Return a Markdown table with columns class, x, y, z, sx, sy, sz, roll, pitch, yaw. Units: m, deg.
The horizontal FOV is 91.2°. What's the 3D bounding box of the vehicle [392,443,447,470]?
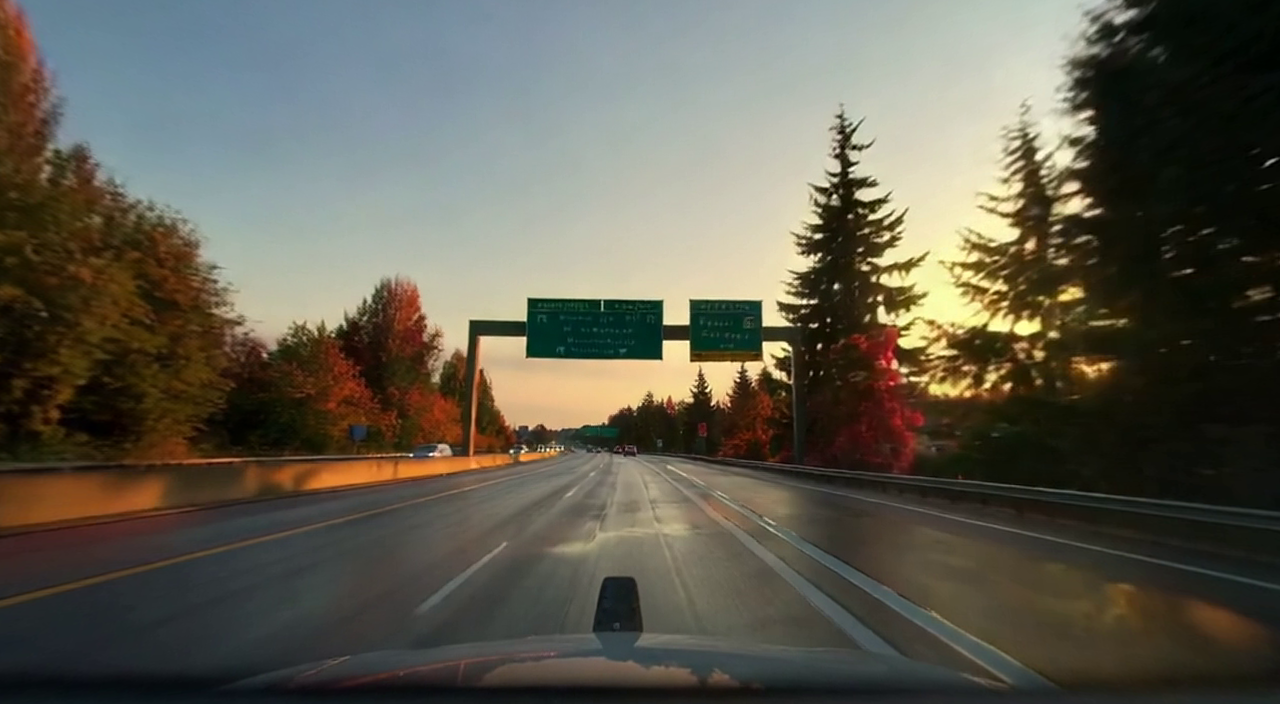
| class | x | y | z | sx | sy | sz | roll | pitch | yaw |
| --- | --- | --- | --- | --- | --- | --- | --- | --- | --- |
| vehicle | -12.883 | 6.101 | 36.814 | 1.788 | 1.478 | 3.988 | 0 | -9 | 0 |
